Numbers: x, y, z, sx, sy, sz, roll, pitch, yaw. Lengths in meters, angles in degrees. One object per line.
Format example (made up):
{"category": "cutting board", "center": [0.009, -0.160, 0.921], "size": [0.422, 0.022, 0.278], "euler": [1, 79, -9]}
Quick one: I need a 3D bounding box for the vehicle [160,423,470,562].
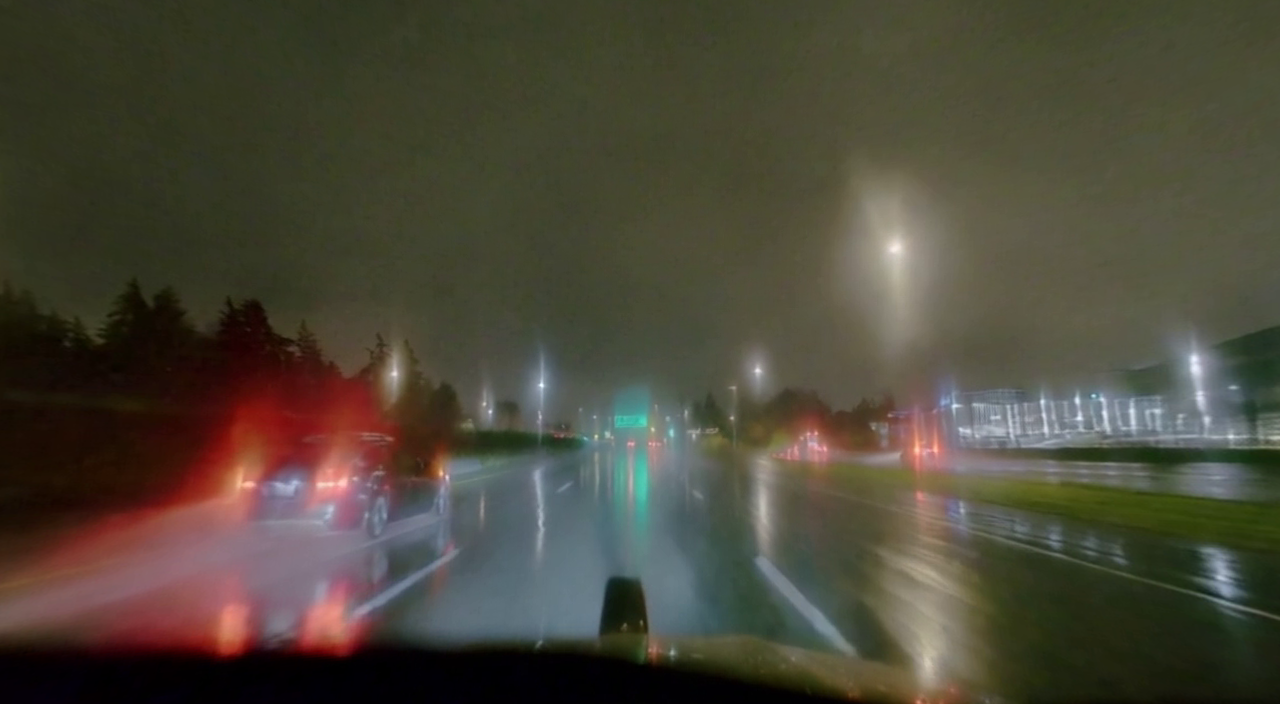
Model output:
{"category": "vehicle", "center": [-4.041, 1.806, 8.935], "size": [1.934, 1.451, 4.544], "euler": [0, -8, 1]}
